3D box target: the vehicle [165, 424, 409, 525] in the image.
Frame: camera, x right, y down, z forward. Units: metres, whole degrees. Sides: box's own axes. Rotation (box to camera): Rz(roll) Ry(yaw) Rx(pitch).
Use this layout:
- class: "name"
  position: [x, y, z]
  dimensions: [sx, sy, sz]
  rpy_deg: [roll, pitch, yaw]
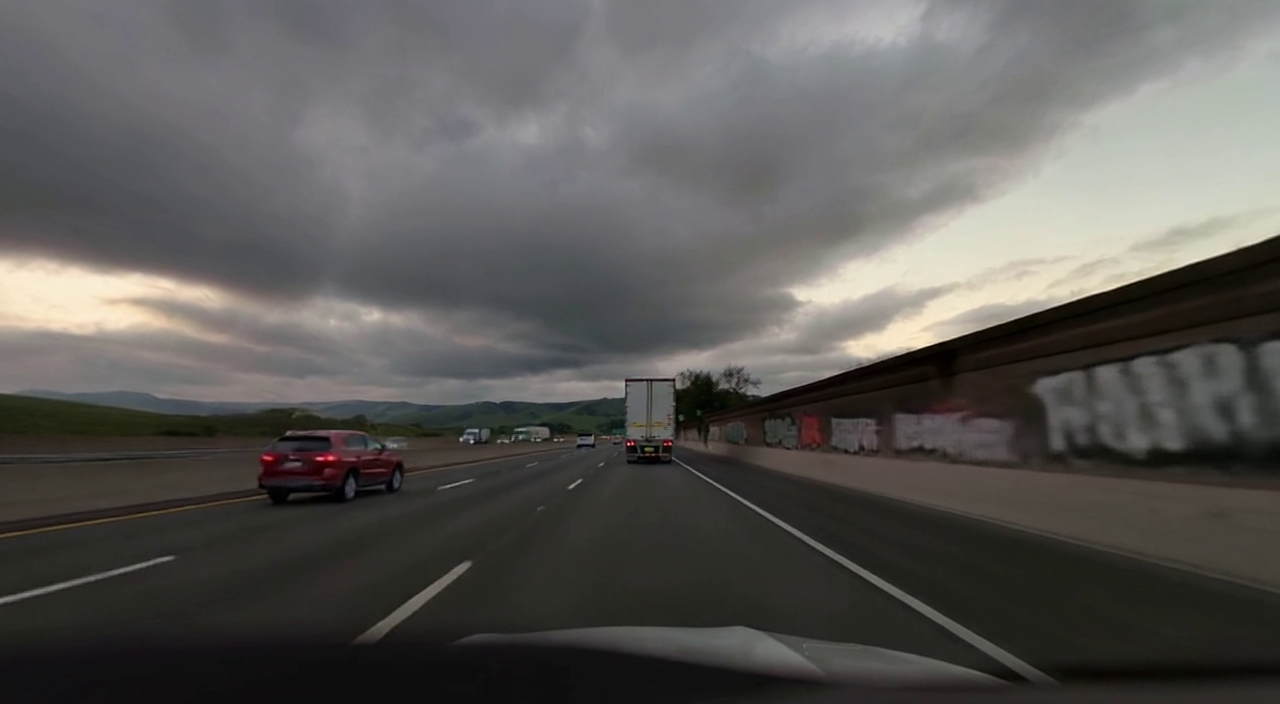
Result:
- class: "vehicle"
  position: [-6.281, 2.192, 12.015]
  dimensions: [1.982, 1.535, 4.519]
  rpy_deg: [0, -8, 1]

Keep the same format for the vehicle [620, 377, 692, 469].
- class: "vehicle"
  position: [0.511, 3.618, 31.244]
  dimensions: [2.921, 3.765, 10.773]
  rpy_deg: [0, -8, -1]
